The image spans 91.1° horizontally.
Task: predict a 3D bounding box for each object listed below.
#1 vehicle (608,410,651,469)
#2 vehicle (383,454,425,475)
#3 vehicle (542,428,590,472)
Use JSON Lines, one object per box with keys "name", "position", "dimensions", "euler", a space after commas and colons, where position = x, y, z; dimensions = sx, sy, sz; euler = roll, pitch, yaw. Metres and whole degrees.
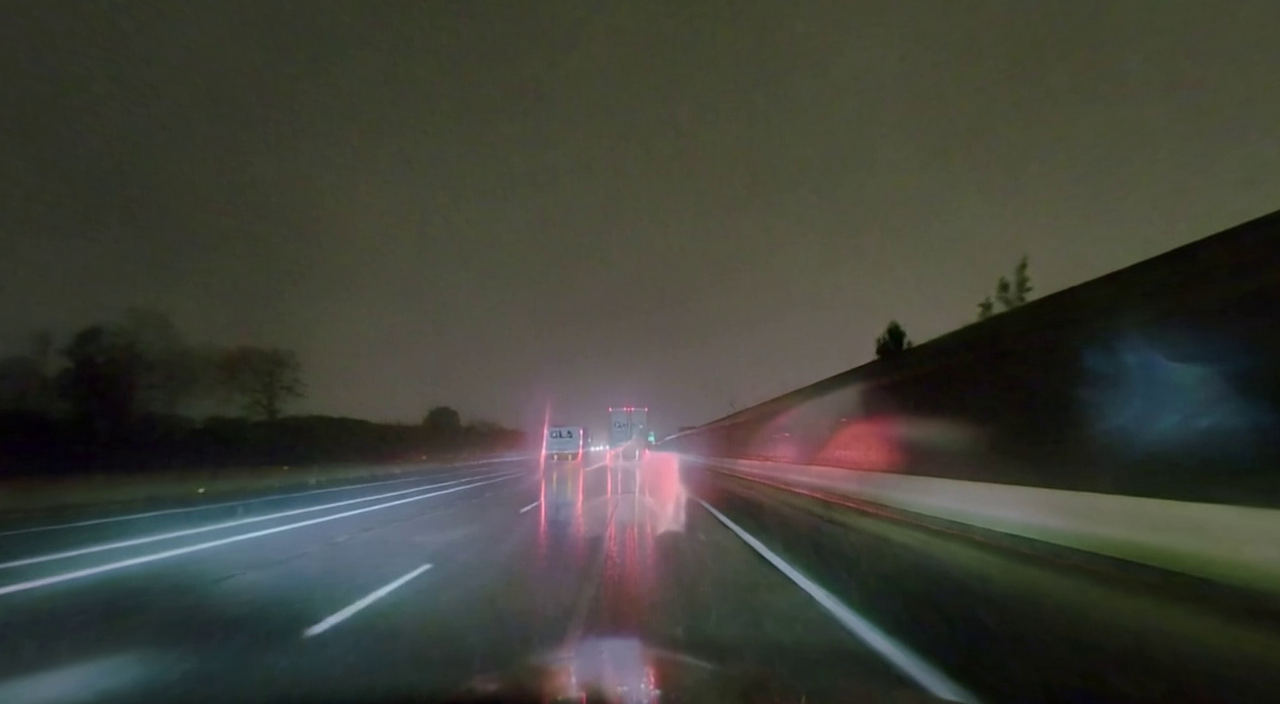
{"name": "vehicle", "position": [-0.830, 6.774, 48.201], "dimensions": [2.923, 4.007, 9.760], "euler": [0, -9, -1]}
{"name": "vehicle", "position": [-18.147, 8.655, 48.550], "dimensions": [1.756, 1.446, 3.768], "euler": [0, -9, 0]}
{"name": "vehicle", "position": [-4.812, 6.473, 41.642], "dimensions": [2.529, 2.697, 5.935], "euler": [0, -9, -1]}
